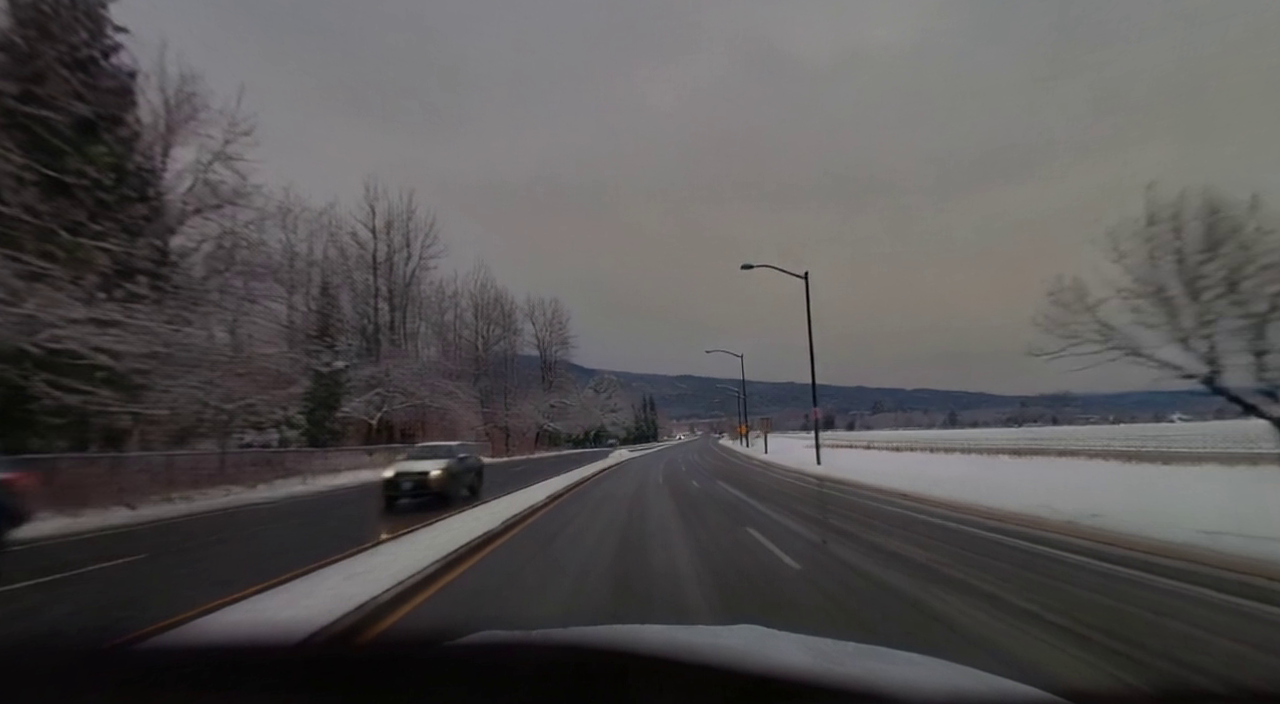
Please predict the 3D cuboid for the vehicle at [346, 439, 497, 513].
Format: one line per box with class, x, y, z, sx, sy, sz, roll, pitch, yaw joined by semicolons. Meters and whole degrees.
vehicle;-4.817;2.765;14.632;1.989;1.461;4.081;0;-8;1
